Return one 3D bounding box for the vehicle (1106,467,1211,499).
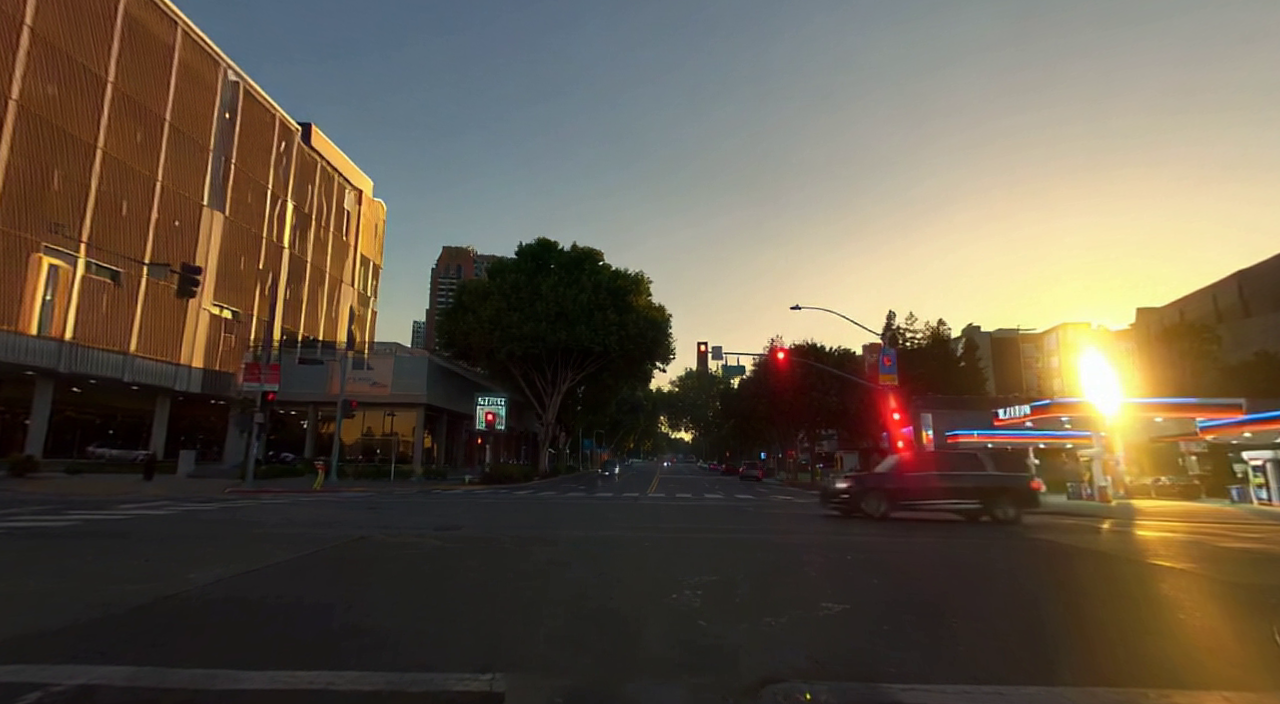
[{"bbox_3d":[28.046,7.066,34.305,1.897,1.466,4.211,1,-8,-4],"label":"vehicle"}]

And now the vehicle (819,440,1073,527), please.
[{"bbox_3d":[6.533,2.834,13.905,4.556,1.743,1.938,0,-8,0],"label":"vehicle"}]
